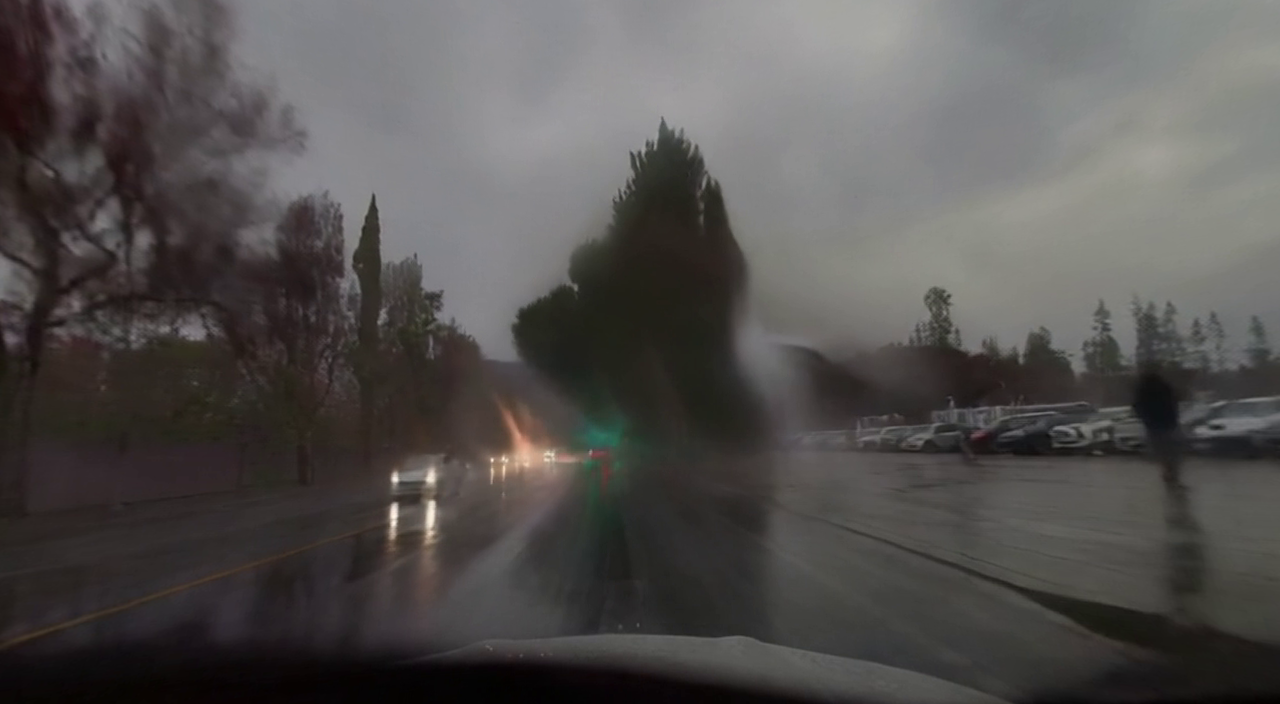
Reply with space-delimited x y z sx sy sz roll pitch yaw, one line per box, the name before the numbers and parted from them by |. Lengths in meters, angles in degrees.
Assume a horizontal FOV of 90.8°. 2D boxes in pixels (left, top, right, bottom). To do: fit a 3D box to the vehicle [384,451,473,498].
vehicle | -7.688 4.466 23.438 2.033 1.511 4.247 0 -8 -3
